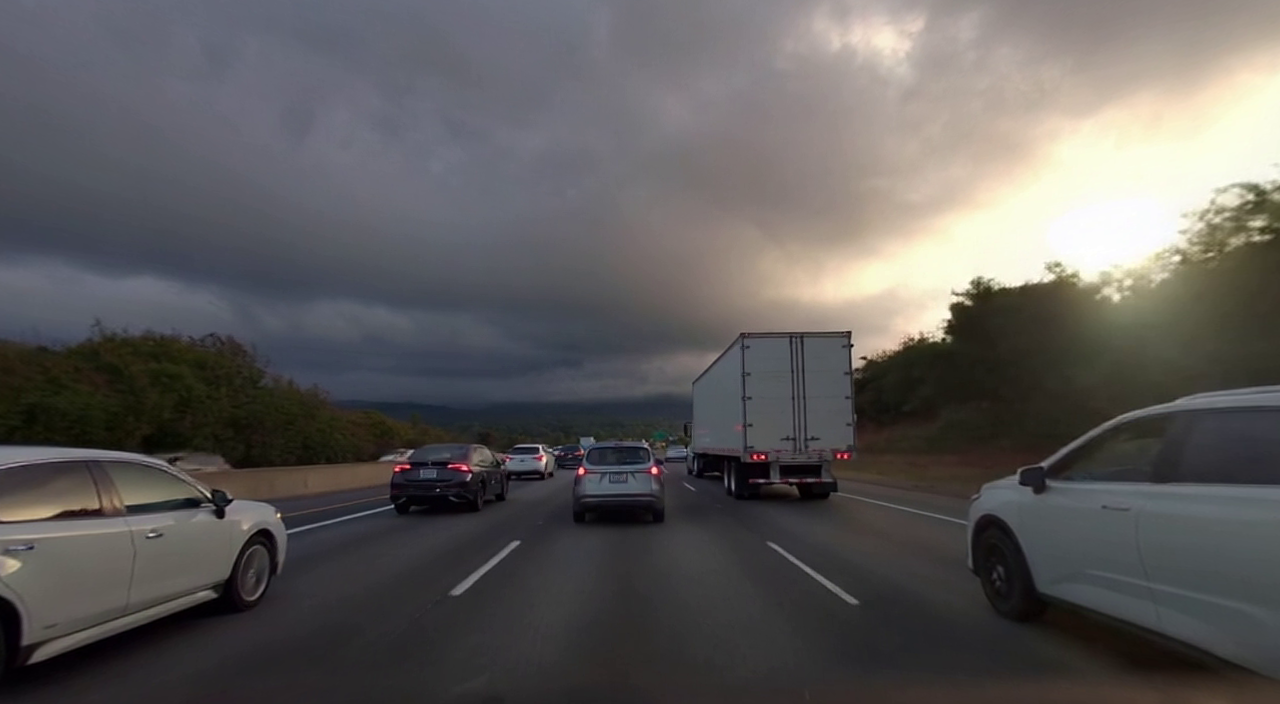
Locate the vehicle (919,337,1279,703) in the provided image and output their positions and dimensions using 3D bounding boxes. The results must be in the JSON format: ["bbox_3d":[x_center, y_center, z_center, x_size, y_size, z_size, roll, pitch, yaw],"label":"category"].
[{"bbox_3d":[3.639,0.964,3.454,2.076,1.751,4.666,0,-9,0],"label":"vehicle"}]

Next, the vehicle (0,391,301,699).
[{"bbox_3d":[-4.299,1.173,4.271,1.789,1.620,3.841,0,-9,1],"label":"vehicle"}]

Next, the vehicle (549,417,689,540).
[{"bbox_3d":[-0.309,2.181,11.382,2.037,1.792,4.194,0,-9,0],"label":"vehicle"}]

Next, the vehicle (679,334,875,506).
[{"bbox_3d":[3.734,2.805,22.877,3.186,4.111,15.553,0,-9,-2],"label":"vehicle"}]

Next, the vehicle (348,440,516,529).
[{"bbox_3d":[-3.986,2.598,12.957,1.923,1.503,4.293,0,-9,1],"label":"vehicle"}]

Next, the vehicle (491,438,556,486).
[{"bbox_3d":[-4.737,4.554,26.255,1.959,1.808,3.790,0,-9,0],"label":"vehicle"}]
